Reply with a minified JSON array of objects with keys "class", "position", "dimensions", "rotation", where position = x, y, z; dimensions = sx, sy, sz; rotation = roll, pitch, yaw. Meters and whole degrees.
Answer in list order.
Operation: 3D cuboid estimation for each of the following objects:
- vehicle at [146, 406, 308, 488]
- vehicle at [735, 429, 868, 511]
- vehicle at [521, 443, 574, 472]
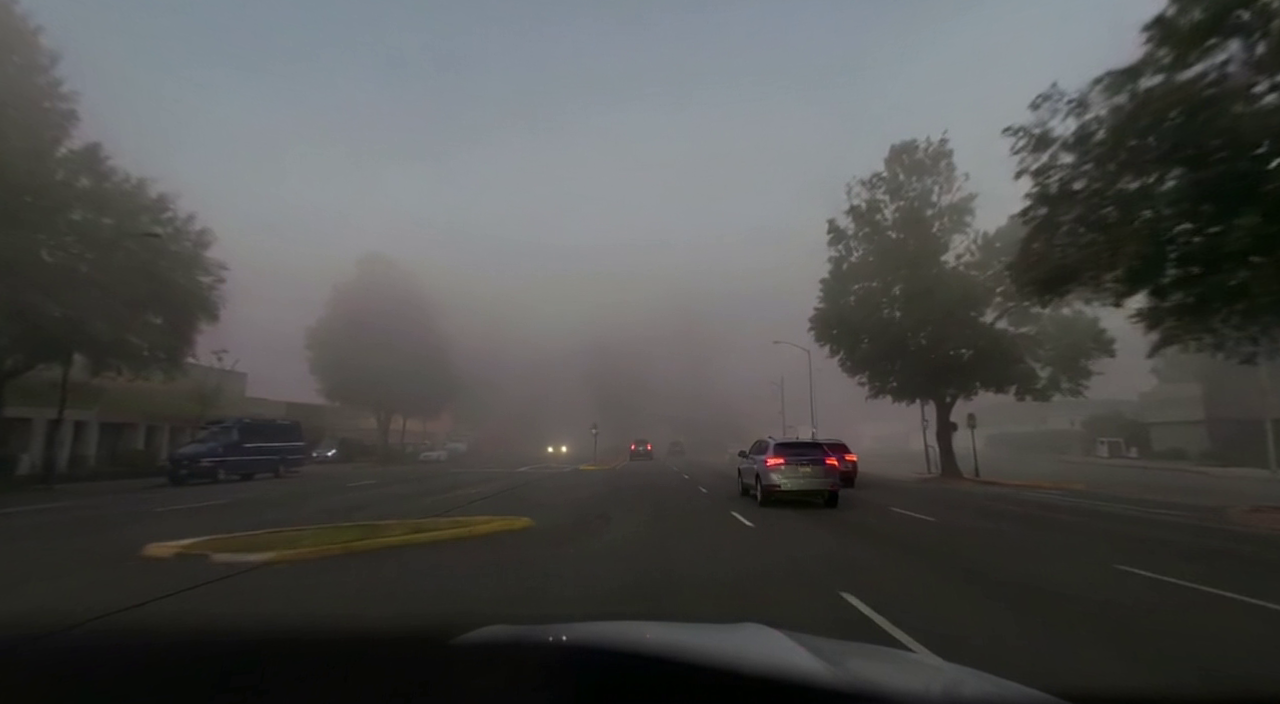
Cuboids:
[{"class":"vehicle","position":[-18.868,4.411,29.483],"dimensions":[2.783,3.367,6.723],"rotation":[0,-9,1]},{"class":"vehicle","position":[3.602,2.711,14.896],"dimensions":[2.072,1.669,3.836],"rotation":[0,-9,-1]},{"class":"vehicle","position":[-4.693,5.427,32.701],"dimensions":[2.084,1.415,4.580],"rotation":[0,-9,-1]}]
